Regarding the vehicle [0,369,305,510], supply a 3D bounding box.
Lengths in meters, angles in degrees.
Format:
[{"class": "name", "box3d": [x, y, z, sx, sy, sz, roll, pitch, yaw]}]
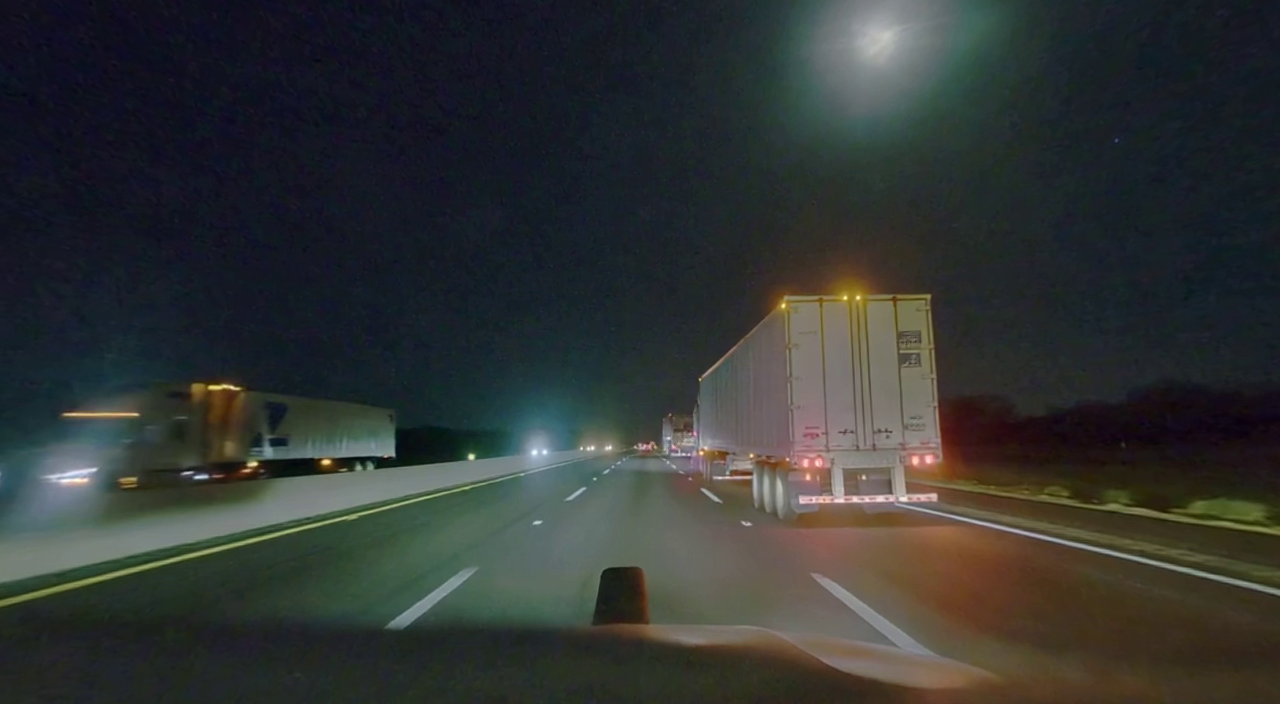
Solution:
[{"class": "vehicle", "box3d": [-16.805, 3.271, 23.281, 3.059, 4.067, 10.156, 0, -9, 0]}]

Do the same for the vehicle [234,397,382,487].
[{"class": "vehicle", "box3d": [-16.776, 4.715, 32.732, 2.876, 4.046, 8.509, 0, -9, 1]}]
